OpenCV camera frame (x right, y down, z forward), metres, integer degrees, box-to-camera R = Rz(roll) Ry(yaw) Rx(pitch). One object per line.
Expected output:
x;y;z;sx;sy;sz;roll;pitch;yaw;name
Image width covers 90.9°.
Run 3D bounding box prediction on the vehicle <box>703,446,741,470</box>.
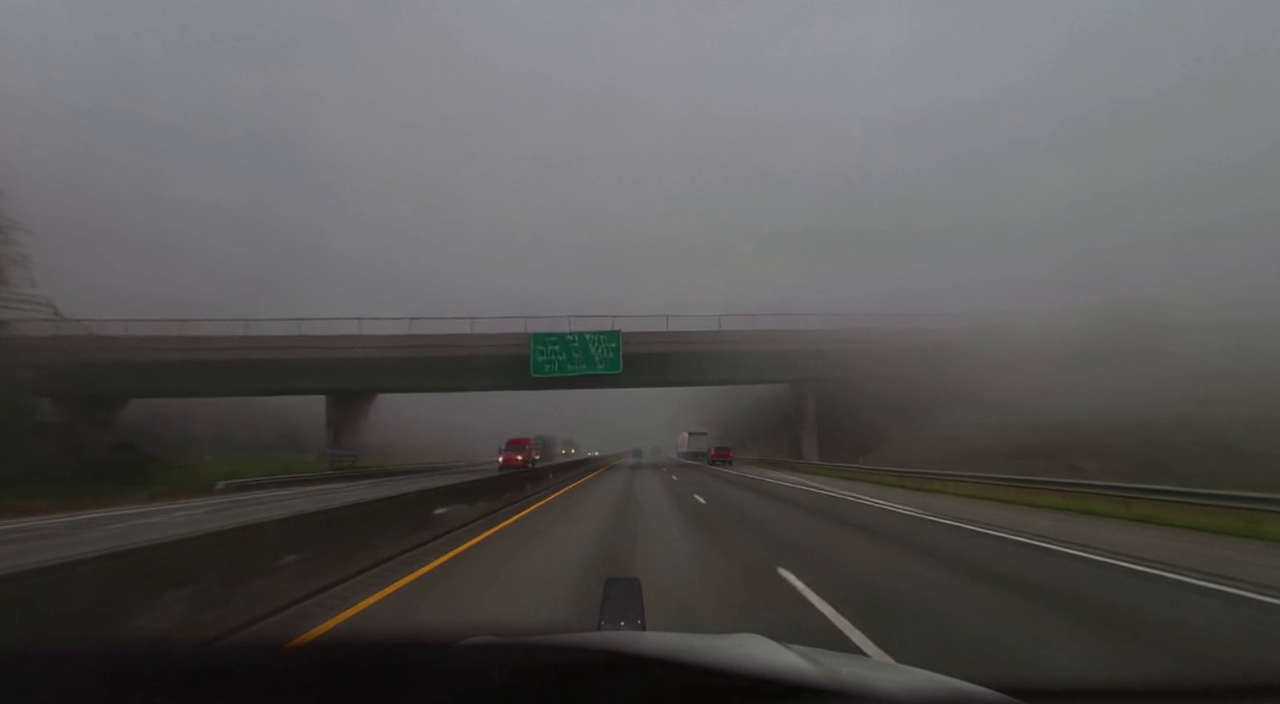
5.390;7.015;41.757;1.987;1.473;4.244;0;-9;1;vehicle
